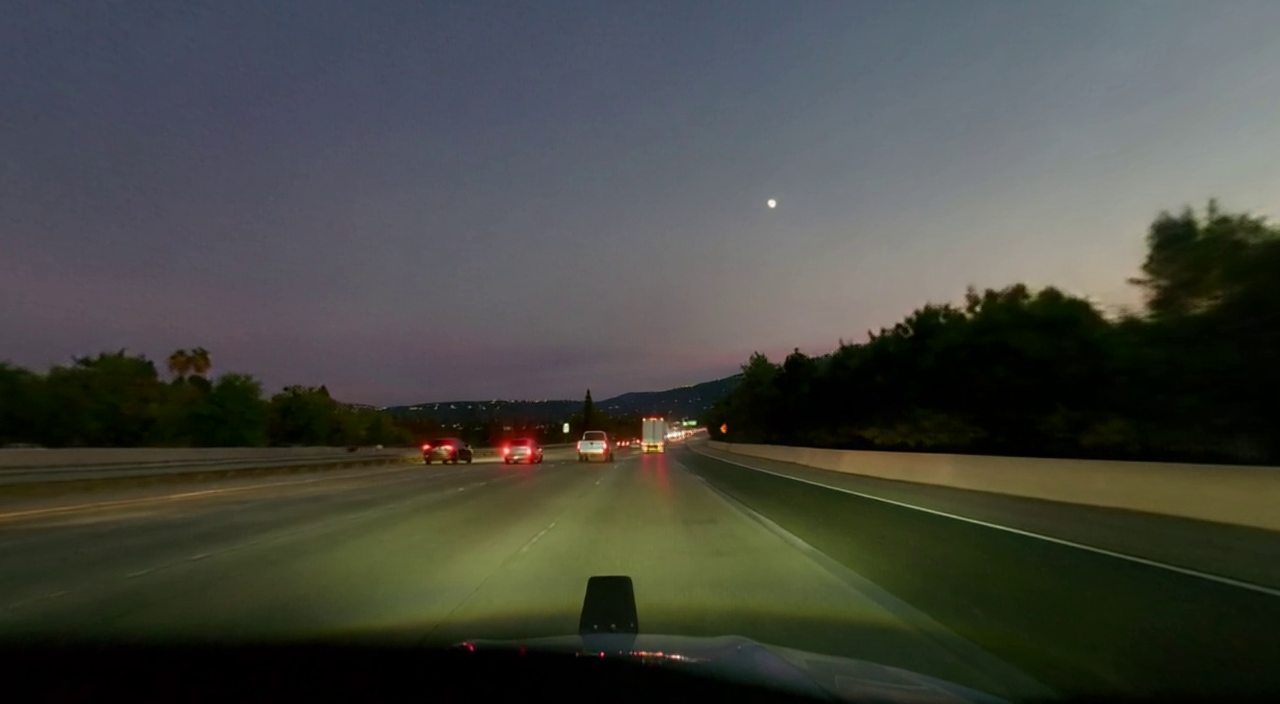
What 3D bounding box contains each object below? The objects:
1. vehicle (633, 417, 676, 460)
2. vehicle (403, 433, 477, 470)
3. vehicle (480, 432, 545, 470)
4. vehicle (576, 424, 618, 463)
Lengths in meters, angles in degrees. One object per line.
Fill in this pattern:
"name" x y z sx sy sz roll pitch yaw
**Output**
"vehicle" 1.013 6.175 44.973 2.768 2.854 6.757 0 -8 1
"vehicle" -10.371 5.208 33.254 2.080 1.777 5.450 0 -8 1
"vehicle" -6.655 5.251 33.593 2.206 1.838 4.889 0 -8 3
"vehicle" -2.920 6.336 43.907 2.328 2.519 5.238 0 -8 2
